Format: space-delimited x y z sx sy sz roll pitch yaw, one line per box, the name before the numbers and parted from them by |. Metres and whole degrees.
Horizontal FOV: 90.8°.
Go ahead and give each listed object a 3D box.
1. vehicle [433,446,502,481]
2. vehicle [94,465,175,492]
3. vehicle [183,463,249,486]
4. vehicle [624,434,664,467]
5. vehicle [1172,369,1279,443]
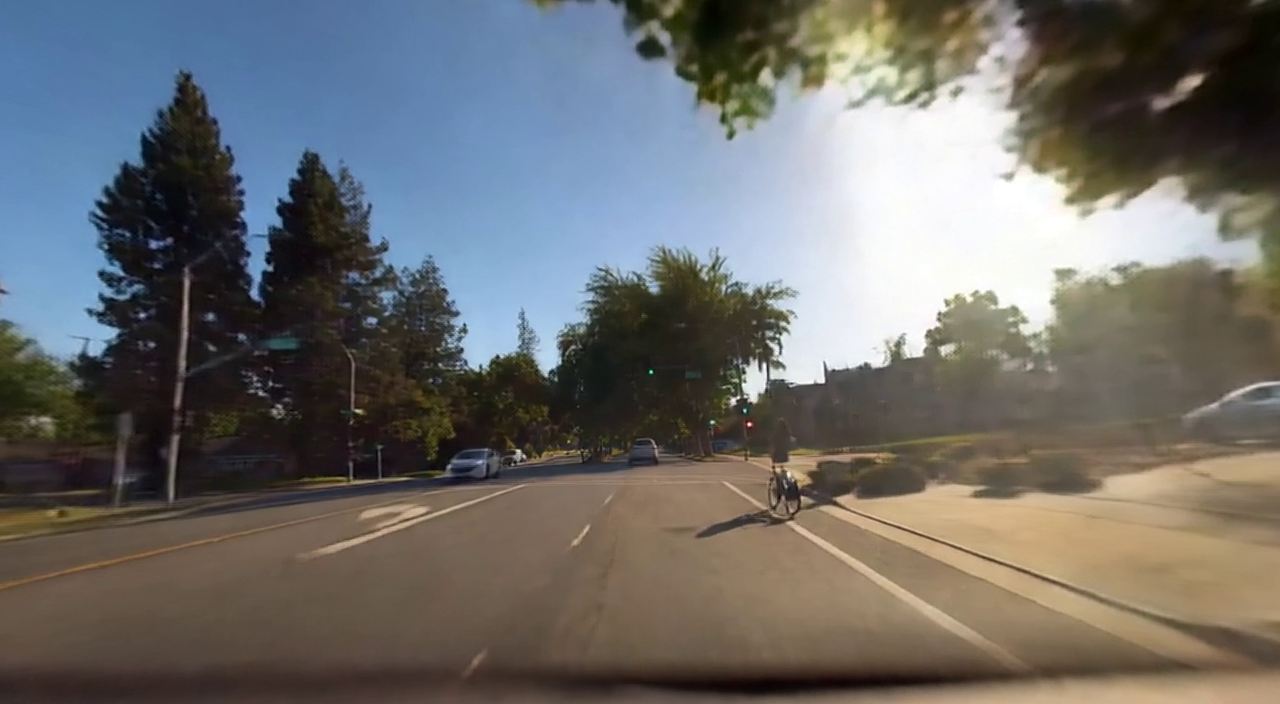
vehicle | -8.333 5.410 31.001 2.036 1.593 4.367 0 -8 2
vehicle | -38.577 9.620 48.369 1.881 1.743 4.662 -2 -8 8
vehicle | -31.918 9.233 47.690 1.816 1.475 4.497 0 -8 1
vehicle | 0.307 5.851 37.624 2.215 1.799 4.426 -1 -8 3
vehicle | 16.089 1.372 15.588 1.982 1.705 4.677 -1 -8 3
